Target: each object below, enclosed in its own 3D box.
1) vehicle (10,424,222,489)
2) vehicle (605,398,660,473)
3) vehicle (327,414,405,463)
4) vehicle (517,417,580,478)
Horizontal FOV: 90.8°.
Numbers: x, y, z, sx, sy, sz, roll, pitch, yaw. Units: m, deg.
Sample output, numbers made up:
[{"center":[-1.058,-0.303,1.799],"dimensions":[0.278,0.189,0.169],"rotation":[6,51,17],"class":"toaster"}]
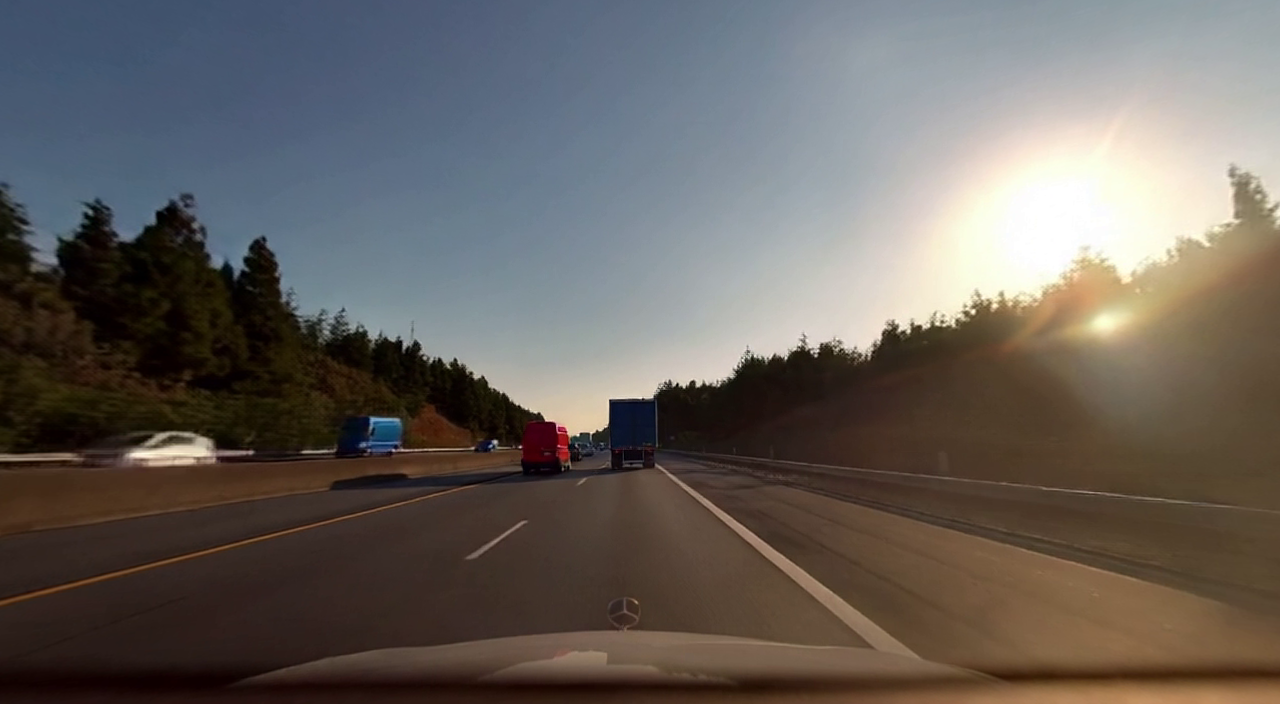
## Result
[{"center":[-13.372,2.713,16.542],"dimensions":[1.897,1.471,4.275],"rotation":[0,-9,0],"class":"vehicle"},{"center":[-0.469,5.332,39.536],"dimensions":[2.995,4.036,10.311],"rotation":[0,-9,-1],"class":"vehicle"},{"center":[-17.914,5.761,41.729],"dimensions":[2.450,2.949,5.978],"rotation":[0,-9,0],"class":"vehicle"},{"center":[-4.475,4.859,32.078],"dimensions":[2.357,2.786,6.144],"rotation":[0,-9,-1],"class":"vehicle"}]
